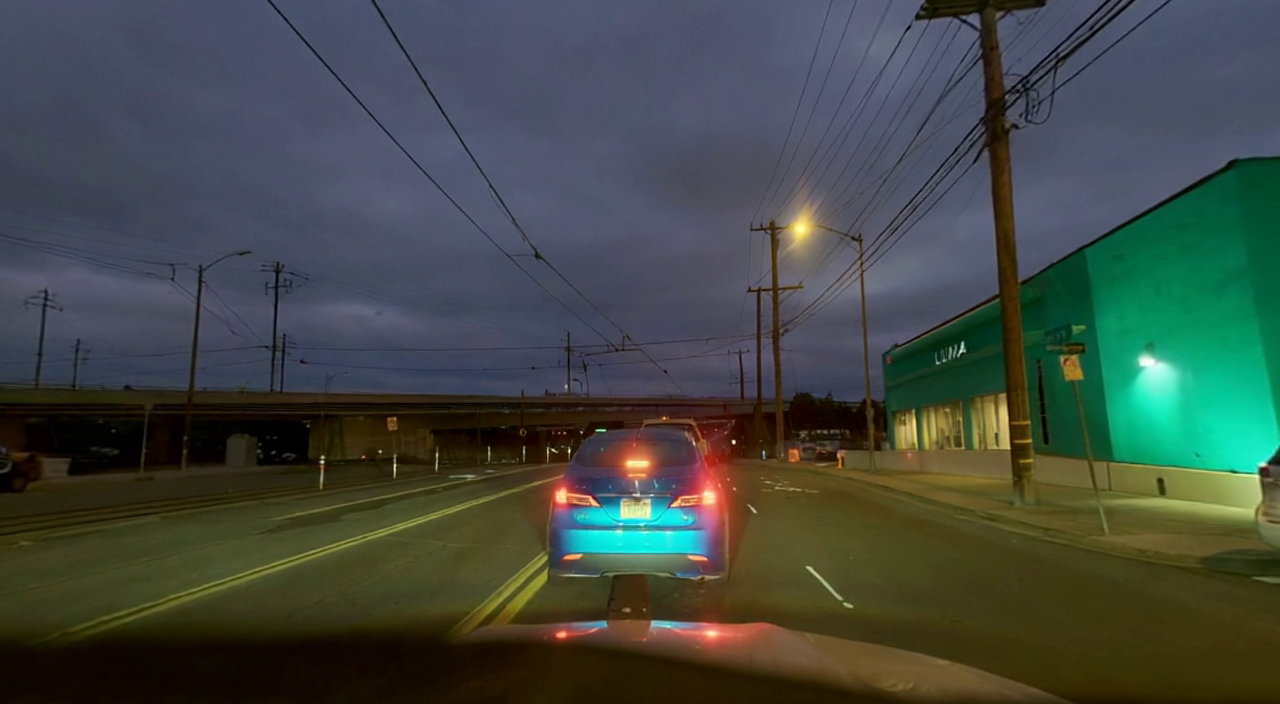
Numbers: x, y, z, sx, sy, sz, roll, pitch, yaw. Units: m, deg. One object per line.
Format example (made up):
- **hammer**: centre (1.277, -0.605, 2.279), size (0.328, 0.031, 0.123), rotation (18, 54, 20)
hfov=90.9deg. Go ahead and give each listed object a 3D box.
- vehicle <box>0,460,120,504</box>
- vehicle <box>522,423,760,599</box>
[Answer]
- **vehicle**: centre (-21.921, 4.676, 22.851), size (4.566, 1.453, 1.935), rotation (-1, -9, 5)
- **vehicle**: centre (0.090, 1.703, 7.617), size (2.090, 1.518, 4.033), rotation (-1, -9, 3)
